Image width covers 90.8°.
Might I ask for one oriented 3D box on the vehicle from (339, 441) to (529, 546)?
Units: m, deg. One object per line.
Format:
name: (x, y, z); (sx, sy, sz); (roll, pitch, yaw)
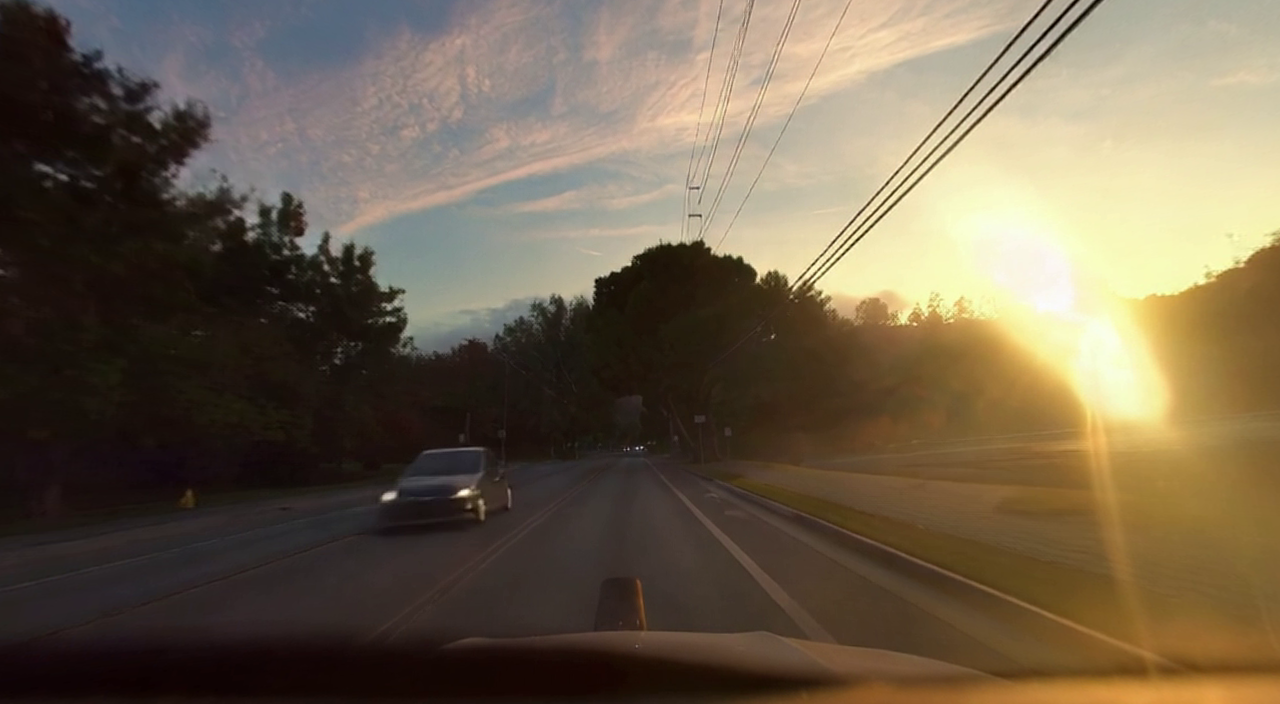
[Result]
vehicle: (-3.636, 2.571, 12.252); (2.086, 1.608, 4.649); (0, -9, 0)
